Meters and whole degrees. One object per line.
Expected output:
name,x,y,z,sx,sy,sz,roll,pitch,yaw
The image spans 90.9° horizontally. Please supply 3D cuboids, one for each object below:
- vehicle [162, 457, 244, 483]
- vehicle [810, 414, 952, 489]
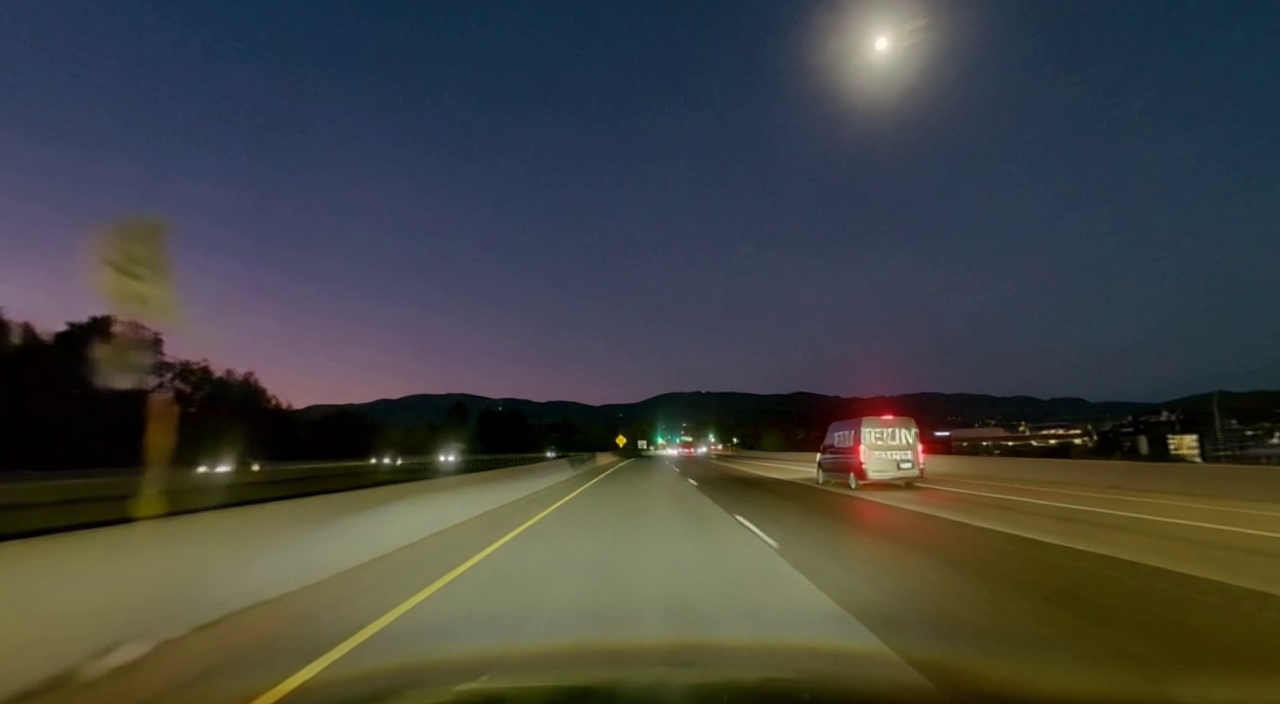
vehicle,-28.473,7.688,41.300,1.902,1.483,4.762,0,-8,1
vehicle,7.386,3.131,20.145,2.275,2.059,5.543,0,-8,0
